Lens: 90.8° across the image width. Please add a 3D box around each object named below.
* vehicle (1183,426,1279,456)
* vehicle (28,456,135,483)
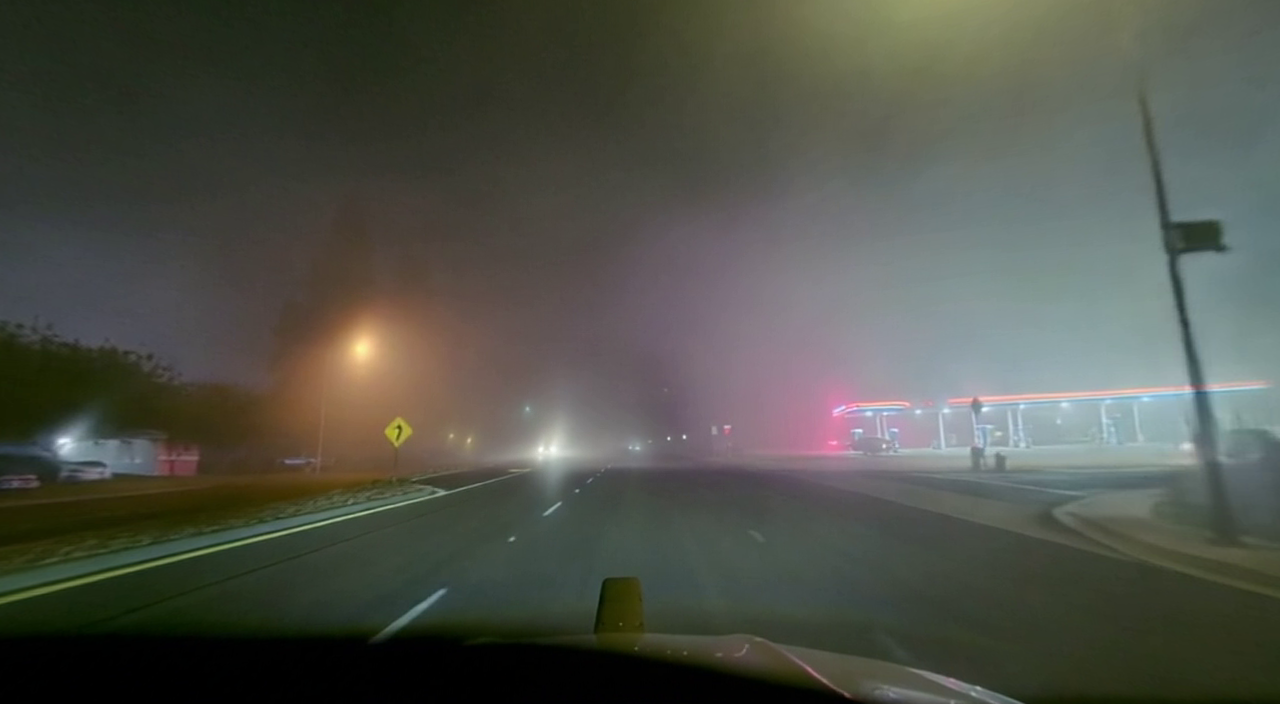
[{"bbox_3d":[31.202,4.586,32.542,4.549,1.476,1.952,-1,-8,2],"label":"vehicle"},{"bbox_3d":[-31.272,6.563,35.460,4.287,1.432,1.794,0,-8,0],"label":"vehicle"}]
